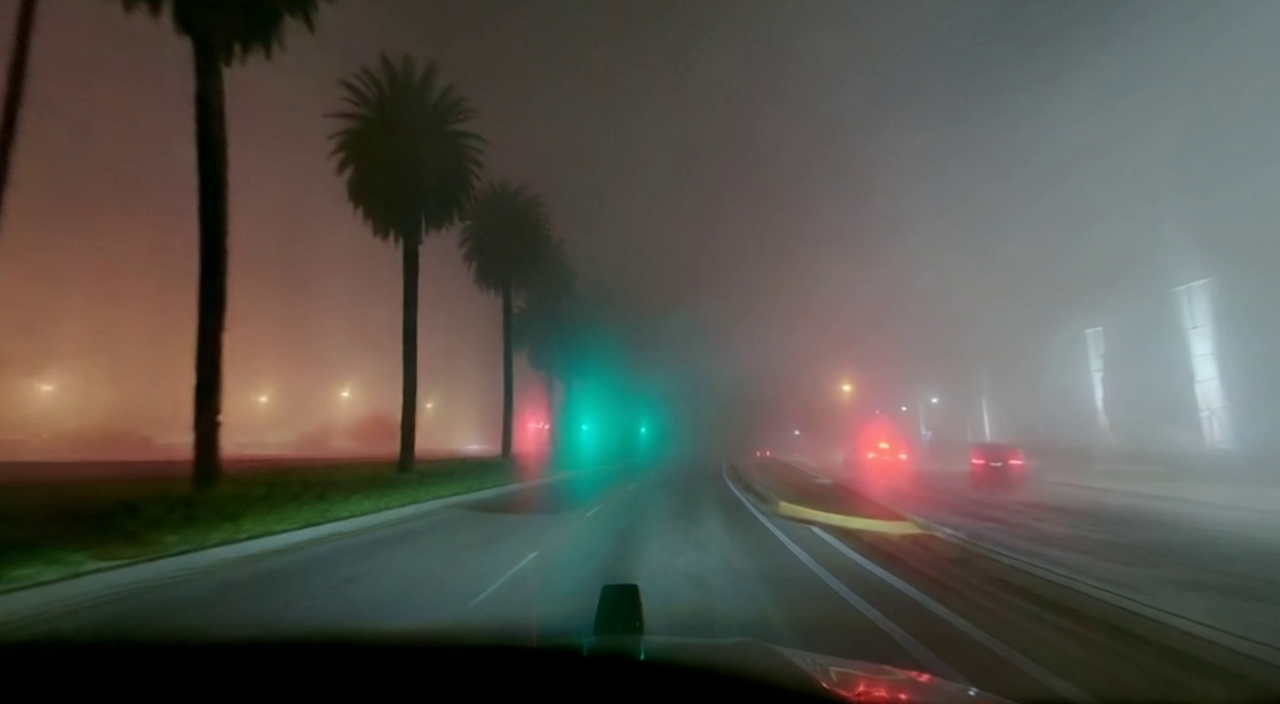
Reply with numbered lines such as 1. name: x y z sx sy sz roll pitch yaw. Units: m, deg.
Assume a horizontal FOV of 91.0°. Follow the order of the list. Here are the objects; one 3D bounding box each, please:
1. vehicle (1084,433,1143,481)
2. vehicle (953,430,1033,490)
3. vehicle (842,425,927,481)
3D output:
1. vehicle: 31.567 7.071 42.039 2.645 2.817 3.475 -10 -18 34
2. vehicle: 14.536 4.451 26.034 2.219 2.342 1.744 -1 -9 7
3. vehicle: 10.103 4.151 26.273 1.813 2.150 3.038 3 -6 -16
